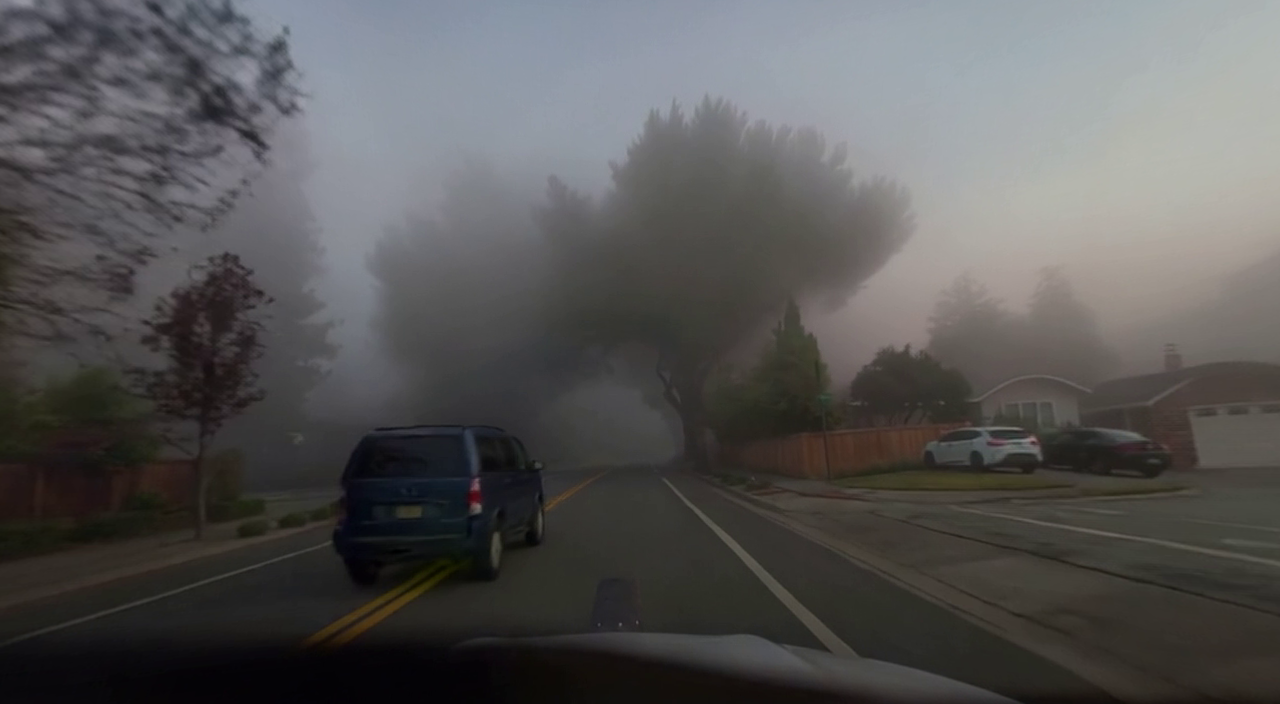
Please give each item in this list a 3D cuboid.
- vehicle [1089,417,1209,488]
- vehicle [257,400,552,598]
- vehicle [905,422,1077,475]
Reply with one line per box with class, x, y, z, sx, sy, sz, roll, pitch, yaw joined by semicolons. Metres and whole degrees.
vehicle;13.862;2.750;17.480;1.860;1.697;4.292;-5;-10;30
vehicle;-2.777;1.863;8.955;2.210;2.023;4.663;0;-9;2
vehicle;9.434;2.678;17.543;1.922;1.263;4.664;1;-9;-3
